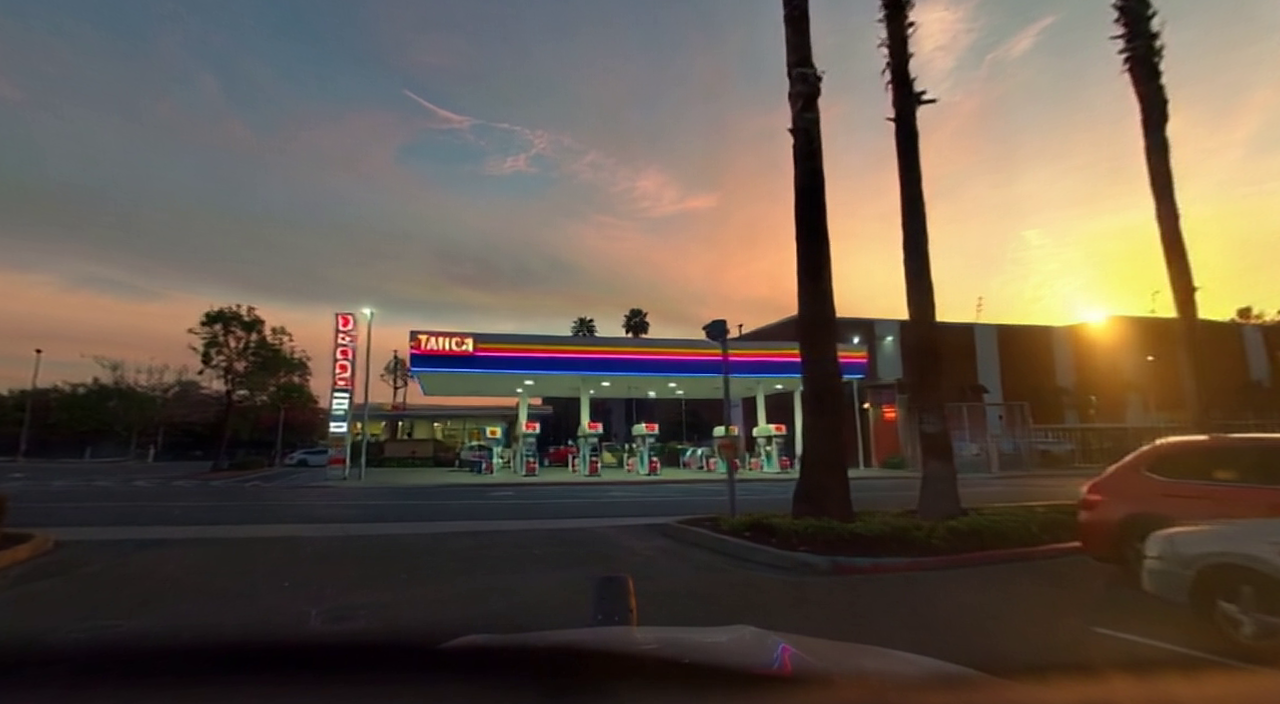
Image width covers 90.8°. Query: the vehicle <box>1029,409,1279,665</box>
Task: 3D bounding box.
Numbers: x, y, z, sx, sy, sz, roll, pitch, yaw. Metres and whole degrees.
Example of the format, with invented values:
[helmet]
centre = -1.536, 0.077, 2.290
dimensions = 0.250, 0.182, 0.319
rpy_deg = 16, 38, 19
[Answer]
[vehicle]
centre = 5.010, 1.031, 3.395
dimensions = 1.937, 1.490, 4.564
rpy_deg = 4, -9, -24
